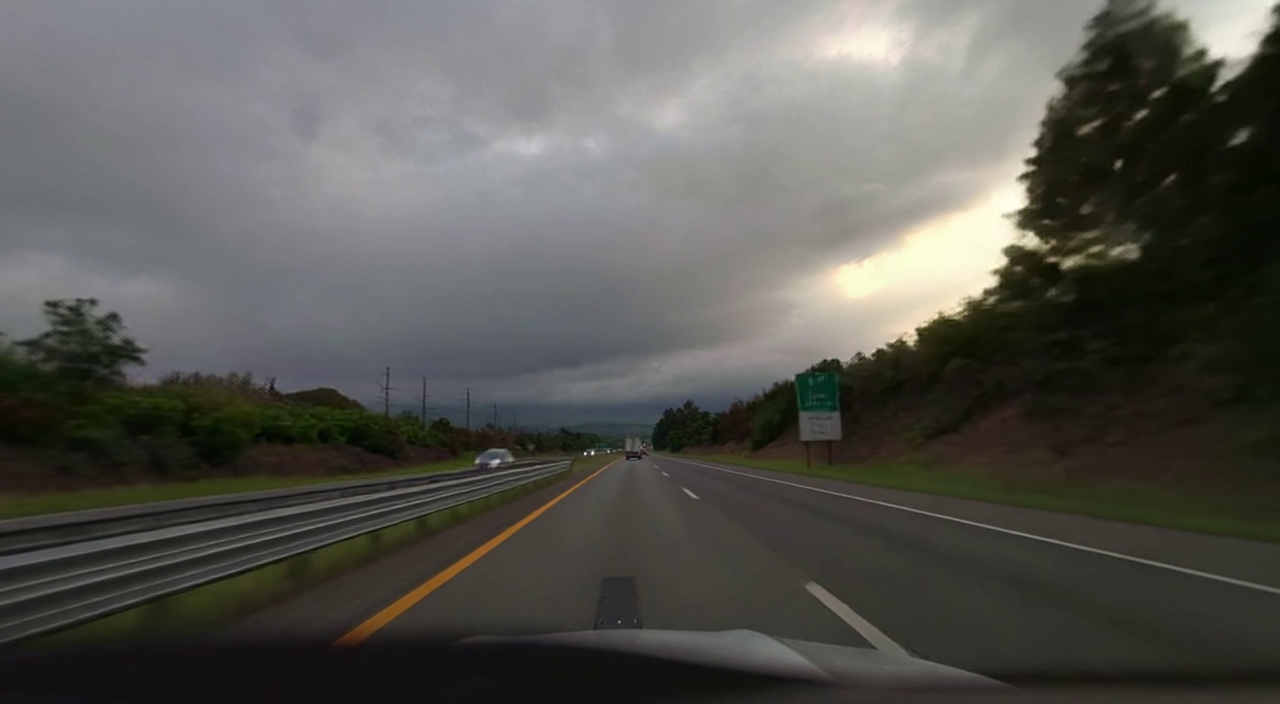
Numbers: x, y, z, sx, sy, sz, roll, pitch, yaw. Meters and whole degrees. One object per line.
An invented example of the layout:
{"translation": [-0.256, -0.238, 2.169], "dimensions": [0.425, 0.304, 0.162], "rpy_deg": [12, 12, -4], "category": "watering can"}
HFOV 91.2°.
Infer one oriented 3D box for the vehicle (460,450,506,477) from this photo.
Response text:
{"translation": [-9.684, 6.886, 38.935], "dimensions": [1.832, 1.511, 3.979], "rpy_deg": [0, -9, 0], "category": "vehicle"}
